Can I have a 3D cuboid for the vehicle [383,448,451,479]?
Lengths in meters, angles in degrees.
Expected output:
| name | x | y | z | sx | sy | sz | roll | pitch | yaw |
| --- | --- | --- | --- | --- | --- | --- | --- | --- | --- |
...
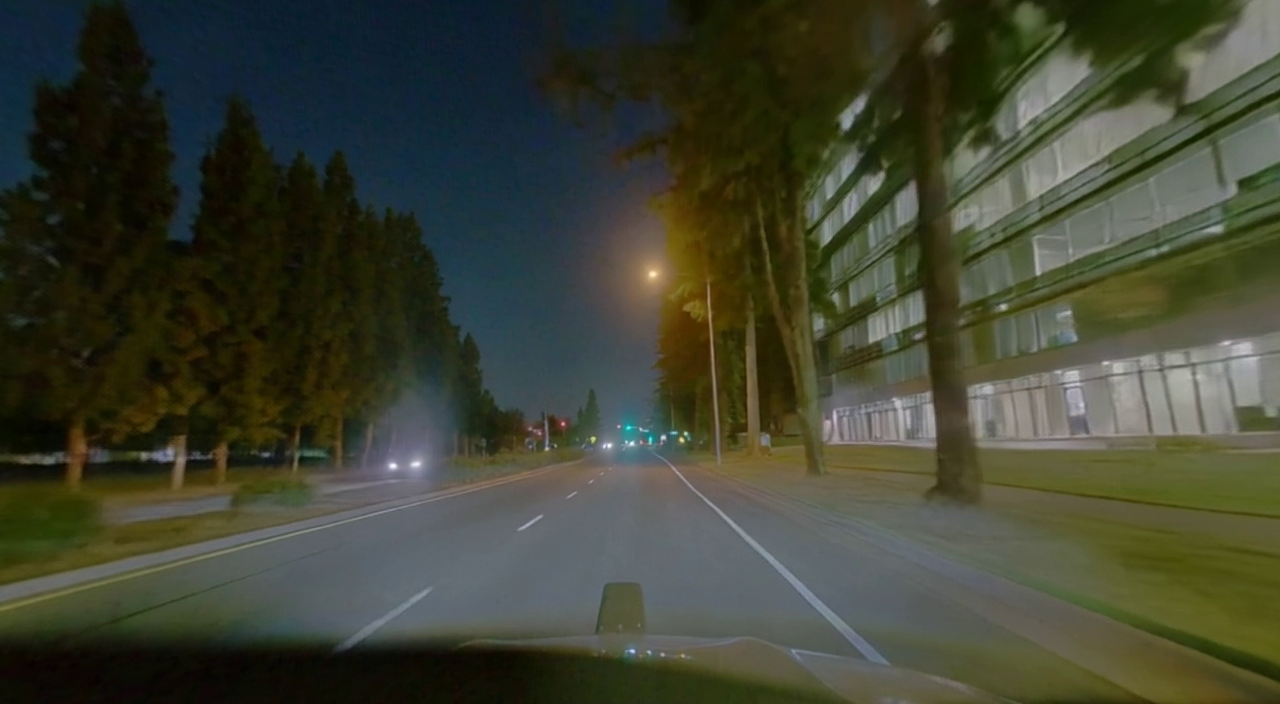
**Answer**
| name | x | y | z | sx | sy | sz | roll | pitch | yaw |
| --- | --- | --- | --- | --- | --- | --- | --- | --- | --- |
| vehicle | -11.418 | 5.717 | 32.448 | 1.881 | 1.445 | 4.280 | 0 | -8 | 1 |
